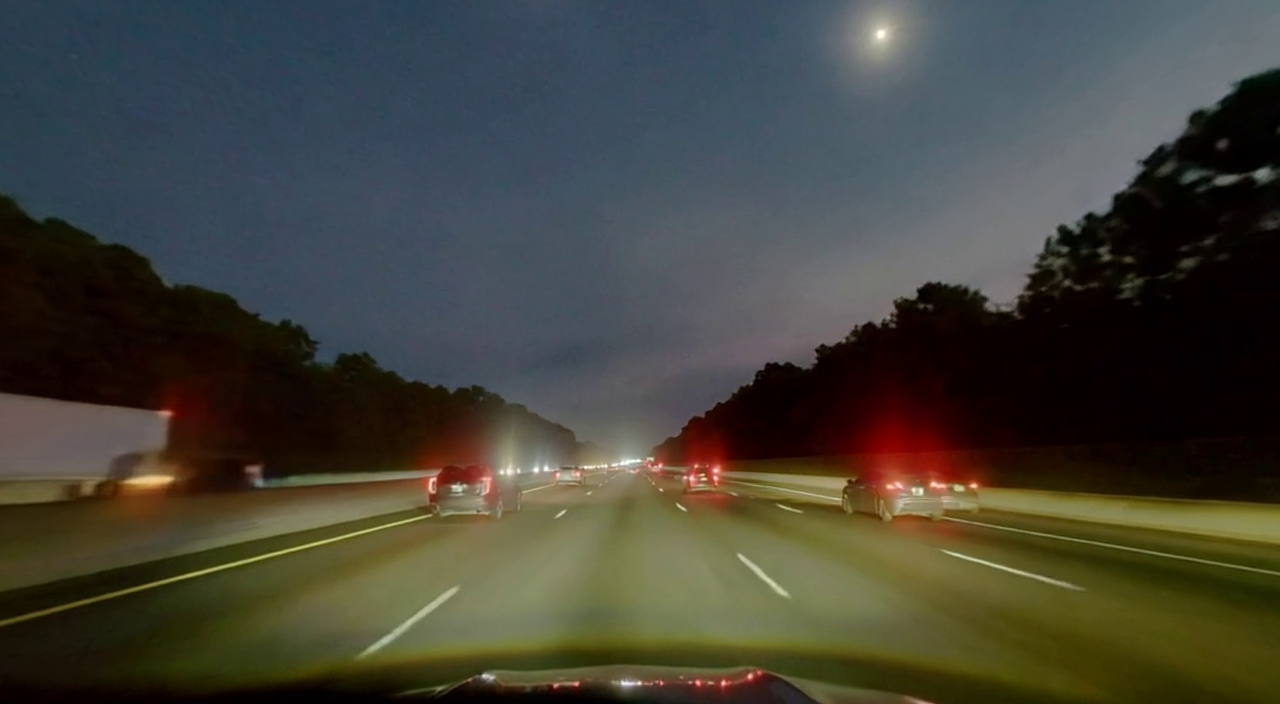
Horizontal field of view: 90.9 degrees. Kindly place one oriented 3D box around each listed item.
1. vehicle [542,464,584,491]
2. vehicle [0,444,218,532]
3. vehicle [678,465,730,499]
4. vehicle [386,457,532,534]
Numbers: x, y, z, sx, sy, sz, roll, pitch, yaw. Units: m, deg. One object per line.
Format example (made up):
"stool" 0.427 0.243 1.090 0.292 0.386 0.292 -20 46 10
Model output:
"vehicle" -4.445 7.297 36.821 2.000 1.484 3.995 1 -11 -1
"vehicle" -13.884 3.437 16.390 2.102 1.857 5.552 1 -11 -2
"vehicle" 3.047 6.332 30.972 1.981 1.516 4.109 1 -11 -2
"vehicle" -3.979 3.271 14.837 2.004 1.468 4.812 1 -11 0
